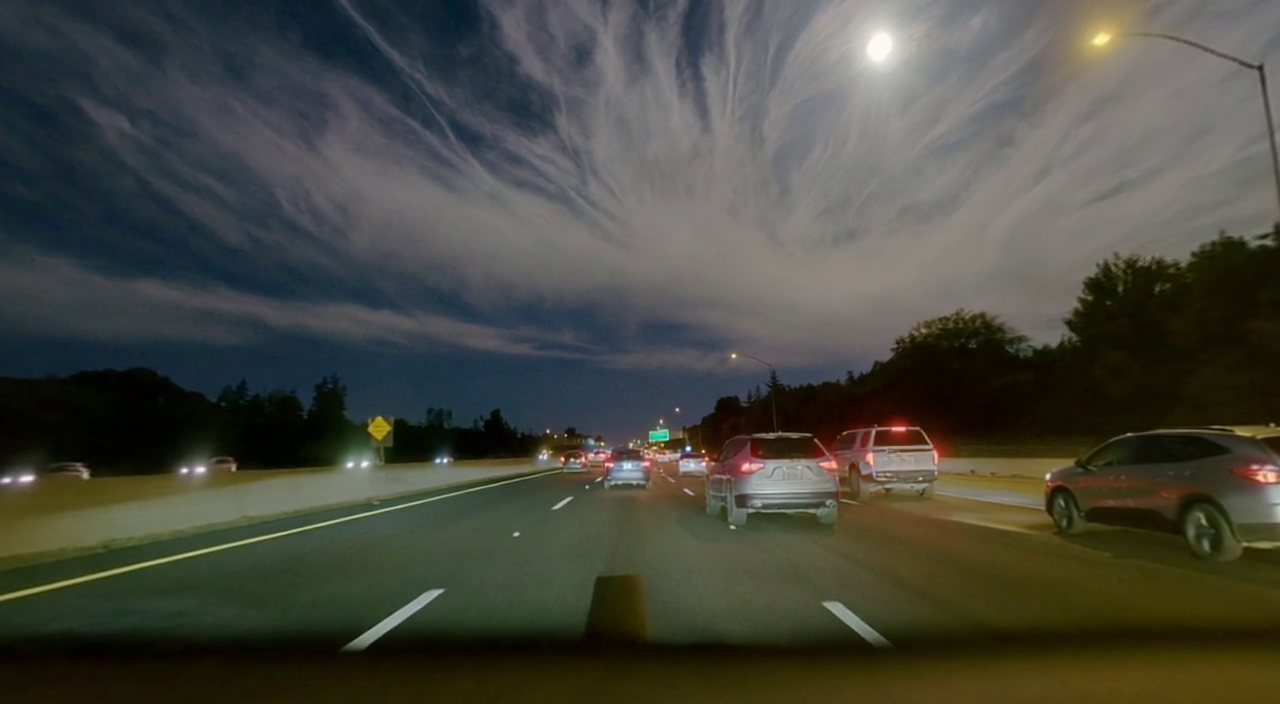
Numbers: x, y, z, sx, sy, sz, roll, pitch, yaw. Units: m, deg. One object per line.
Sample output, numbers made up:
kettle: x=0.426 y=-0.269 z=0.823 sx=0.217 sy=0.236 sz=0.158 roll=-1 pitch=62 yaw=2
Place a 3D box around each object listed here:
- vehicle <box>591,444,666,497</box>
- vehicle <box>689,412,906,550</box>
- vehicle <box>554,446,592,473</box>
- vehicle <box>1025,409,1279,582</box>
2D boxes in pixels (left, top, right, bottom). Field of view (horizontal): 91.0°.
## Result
vehicle: x=-0.303 y=3.733 z=20.237 sx=2.157 sy=1.495 sz=4.038 roll=0 pitch=-9 yaw=1
vehicle: x=2.181 y=1.954 z=10.115 sx=2.230 sy=1.740 sz=3.976 roll=1 pitch=-9 yaw=-3
vehicle: x=-4.166 y=6.743 z=39.773 sx=1.889 sy=1.600 sz=4.043 roll=0 pitch=-9 yaw=1
vehicle: x=7.134 y=1.638 z=7.716 sx=1.972 sy=1.647 sz=4.429 roll=0 pitch=-9 yaw=0
